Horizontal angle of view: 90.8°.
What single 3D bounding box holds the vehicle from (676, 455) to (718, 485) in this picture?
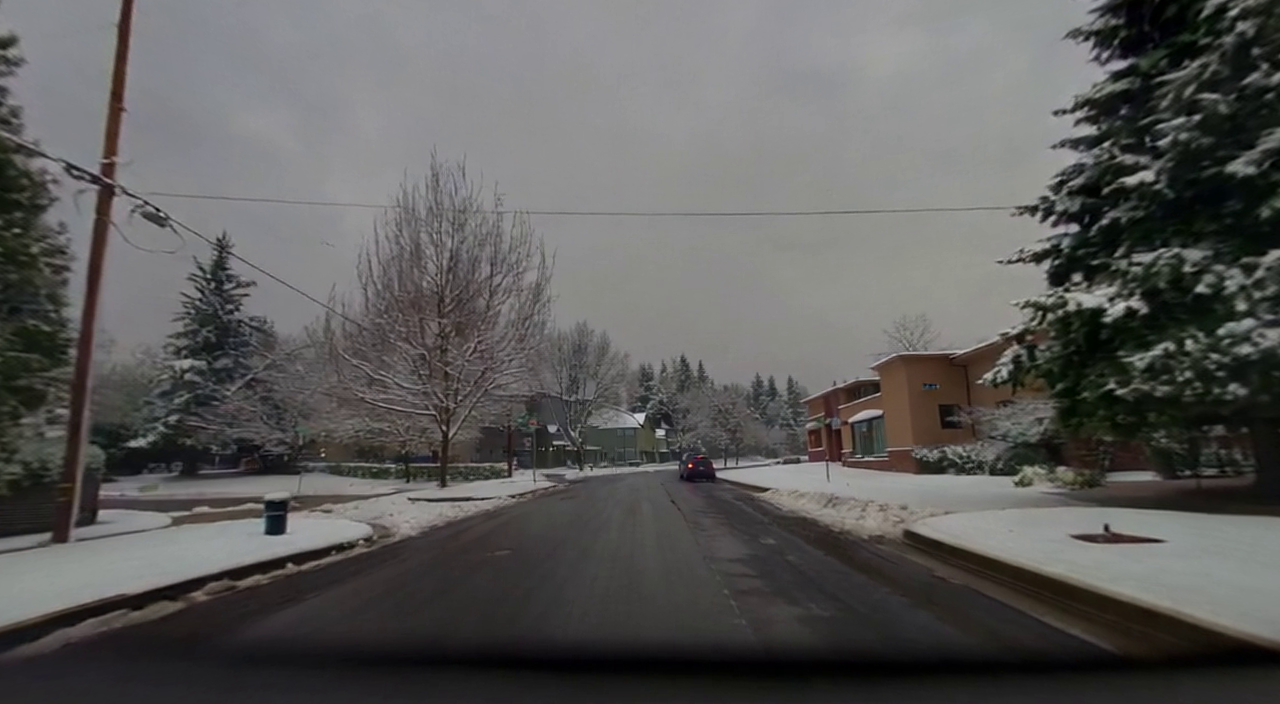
[{"bbox_3d":[3.162,6.672,35.921,2.064,1.532,4.596,0,-9,1],"label":"vehicle"}]
